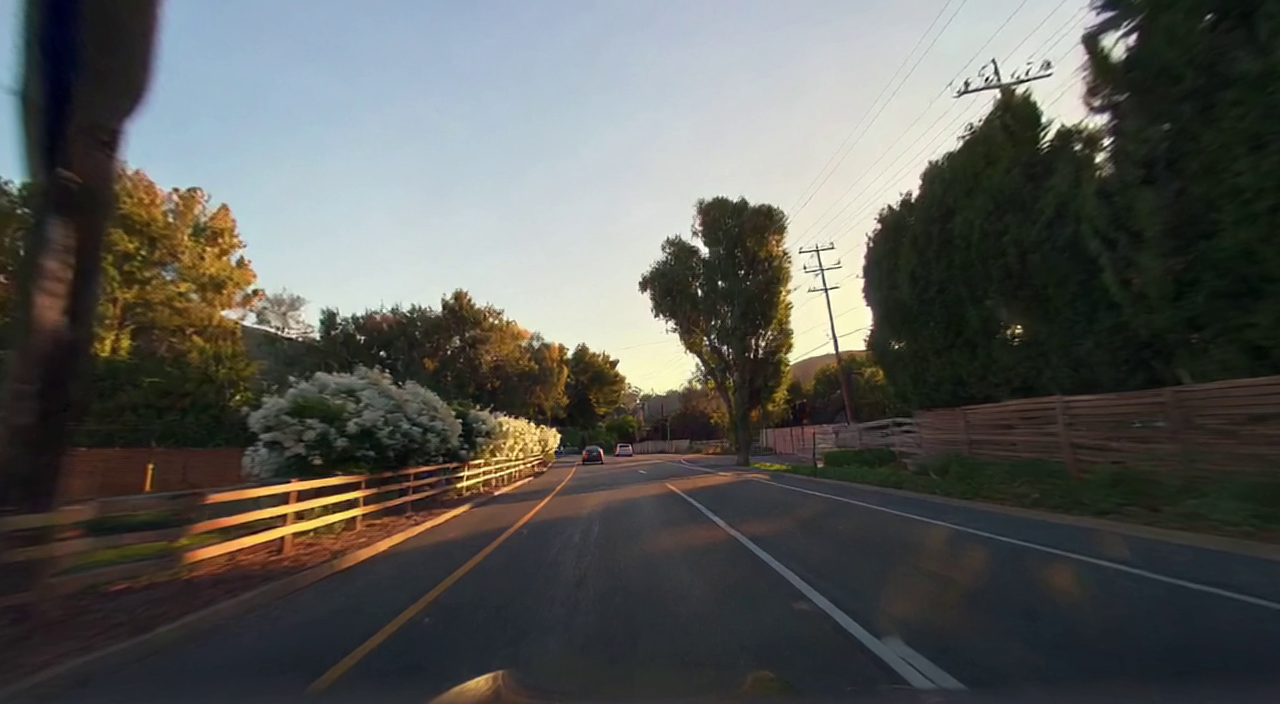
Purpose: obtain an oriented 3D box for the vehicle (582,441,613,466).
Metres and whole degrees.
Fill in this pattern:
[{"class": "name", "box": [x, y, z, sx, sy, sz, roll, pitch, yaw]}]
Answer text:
[{"class": "vehicle", "box": [-3.028, 7.015, 43.841, 2.005, 1.633, 4.044, 1, -8, -6]}]
